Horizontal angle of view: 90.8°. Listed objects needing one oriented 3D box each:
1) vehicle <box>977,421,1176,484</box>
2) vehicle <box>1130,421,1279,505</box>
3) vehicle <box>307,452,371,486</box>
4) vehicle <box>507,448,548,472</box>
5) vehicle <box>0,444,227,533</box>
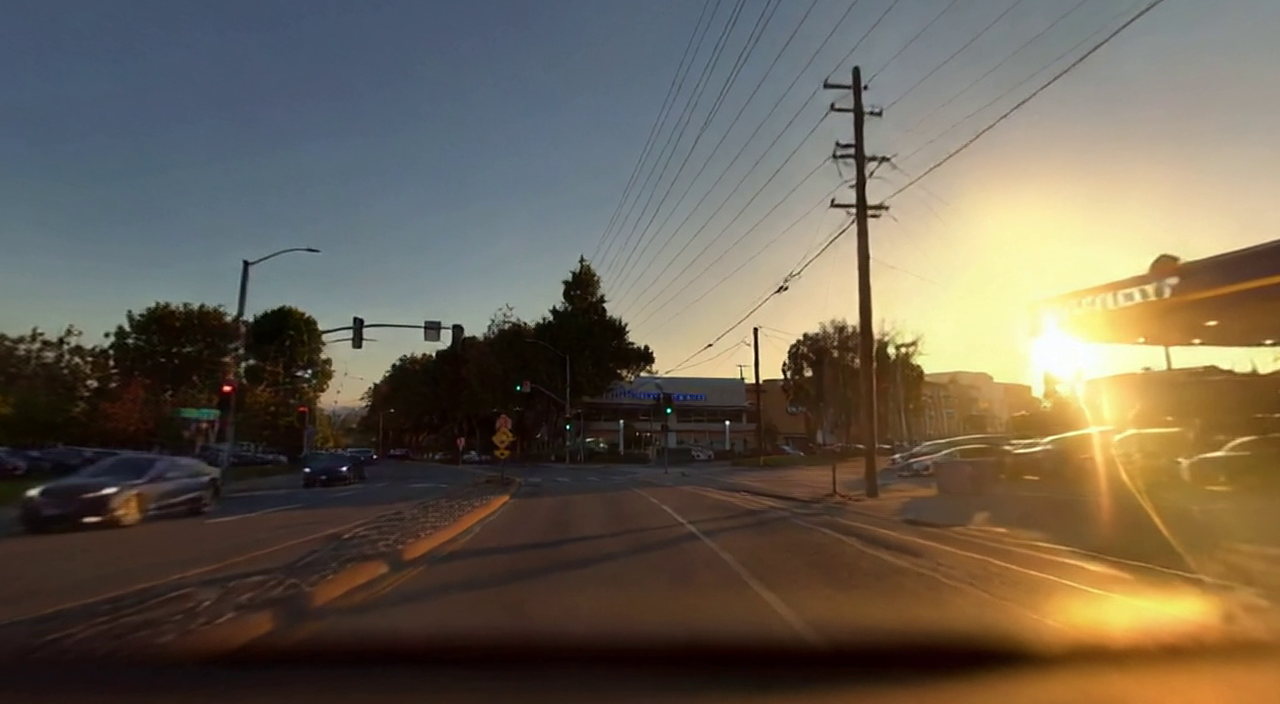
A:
[{"bbox_3d":[13.411,3.136,19.689,4.444,1.815,2.239,0,-9,2],"label":"vehicle"},{"bbox_3d":[14.242,2.409,13.966,4.996,1.720,2.027,-1,-8,3],"label":"vehicle"},{"bbox_3d":[-14.581,5.646,30.814,1.863,1.439,4.351,2,-9,-13],"label":"vehicle"},{"bbox_3d":[-7.746,7.353,43.228,2.094,1.500,3.682,3,-9,-21],"label":"vehicle"},{"bbox_3d":[-11.270,2.856,13.849,1.918,1.628,4.011,1,-9,-5],"label":"vehicle"}]
